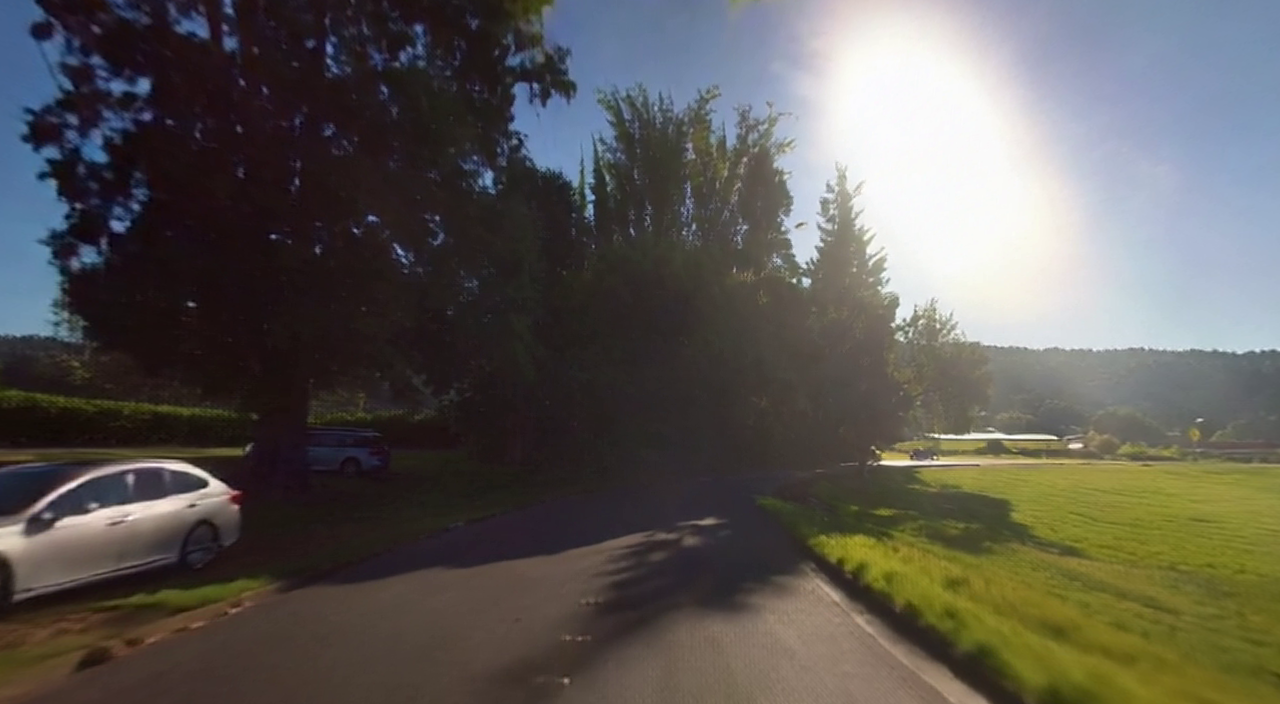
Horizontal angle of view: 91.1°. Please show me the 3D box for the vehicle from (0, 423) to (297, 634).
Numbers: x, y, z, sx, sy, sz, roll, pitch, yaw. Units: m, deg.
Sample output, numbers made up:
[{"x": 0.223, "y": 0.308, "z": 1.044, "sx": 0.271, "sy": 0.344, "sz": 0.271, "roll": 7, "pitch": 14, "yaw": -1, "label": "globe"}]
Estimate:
[{"x": -5.740, "y": 1.537, "z": 6.009, "sx": 2.166, "sy": 1.512, "sz": 4.822, "roll": 0, "pitch": -10, "yaw": 0, "label": "vehicle"}]

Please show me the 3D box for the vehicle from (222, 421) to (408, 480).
[{"x": -9.597, "y": 2.932, "z": 18.742, "sx": 4.594, "sy": 1.607, "sz": 1.873, "roll": -1, "pitch": -9, "yaw": 8, "label": "vehicle"}]
